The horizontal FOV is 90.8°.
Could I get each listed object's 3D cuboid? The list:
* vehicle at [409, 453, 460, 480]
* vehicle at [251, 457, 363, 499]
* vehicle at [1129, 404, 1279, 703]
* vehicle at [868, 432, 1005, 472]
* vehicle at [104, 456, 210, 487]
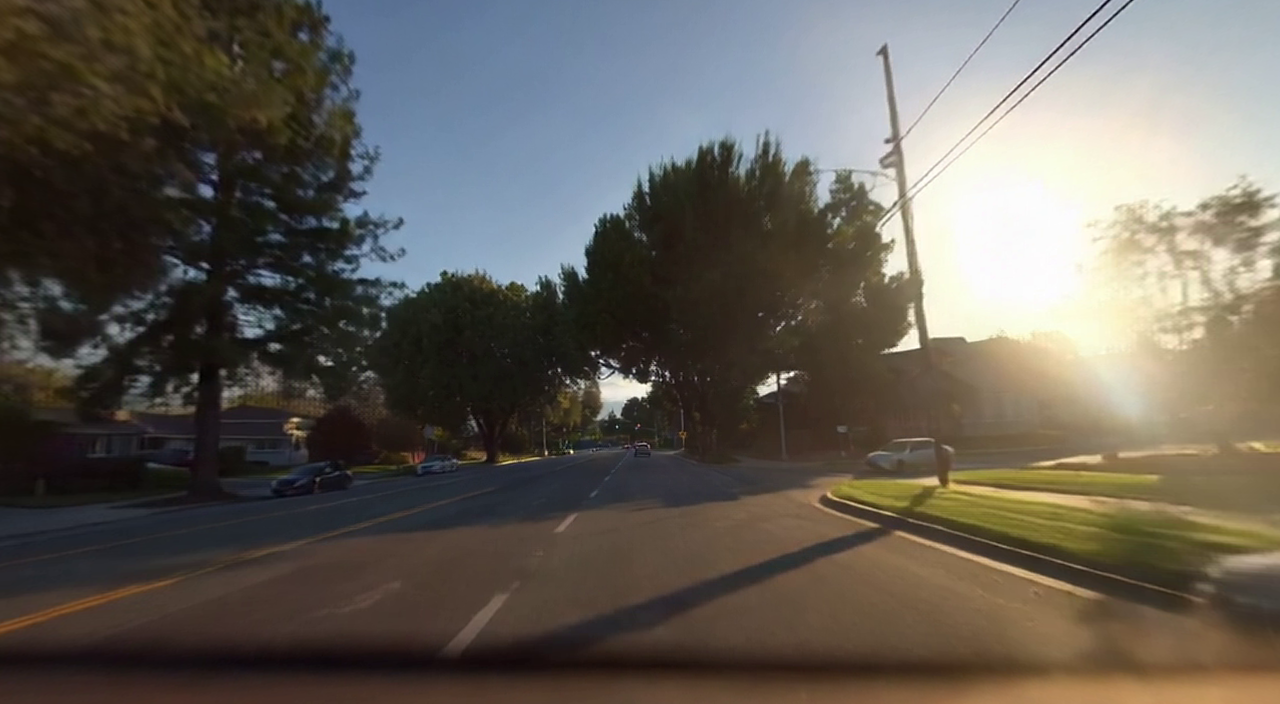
[{"bbox_3d":[-13.766,7.655,42.528,1.941,1.501,4.432,-3,-7,0],"label":"vehicle"},{"bbox_3d":[-13.679,5.175,26.311,1.901,1.481,4.636,-1,-8,4],"label":"vehicle"},{"bbox_3d":[3.518,0.712,0.695,2.093,1.524,4.835,0,-8,0],"label":"vehicle"},{"bbox_3d":[11.861,4.001,25.410,4.644,1.471,1.843,1,-8,-9],"label":"vehicle"},{"bbox_3d":[-24.248,6.029,31.782,3.894,1.459,1.638,0,-11,0],"label":"vehicle"}]
